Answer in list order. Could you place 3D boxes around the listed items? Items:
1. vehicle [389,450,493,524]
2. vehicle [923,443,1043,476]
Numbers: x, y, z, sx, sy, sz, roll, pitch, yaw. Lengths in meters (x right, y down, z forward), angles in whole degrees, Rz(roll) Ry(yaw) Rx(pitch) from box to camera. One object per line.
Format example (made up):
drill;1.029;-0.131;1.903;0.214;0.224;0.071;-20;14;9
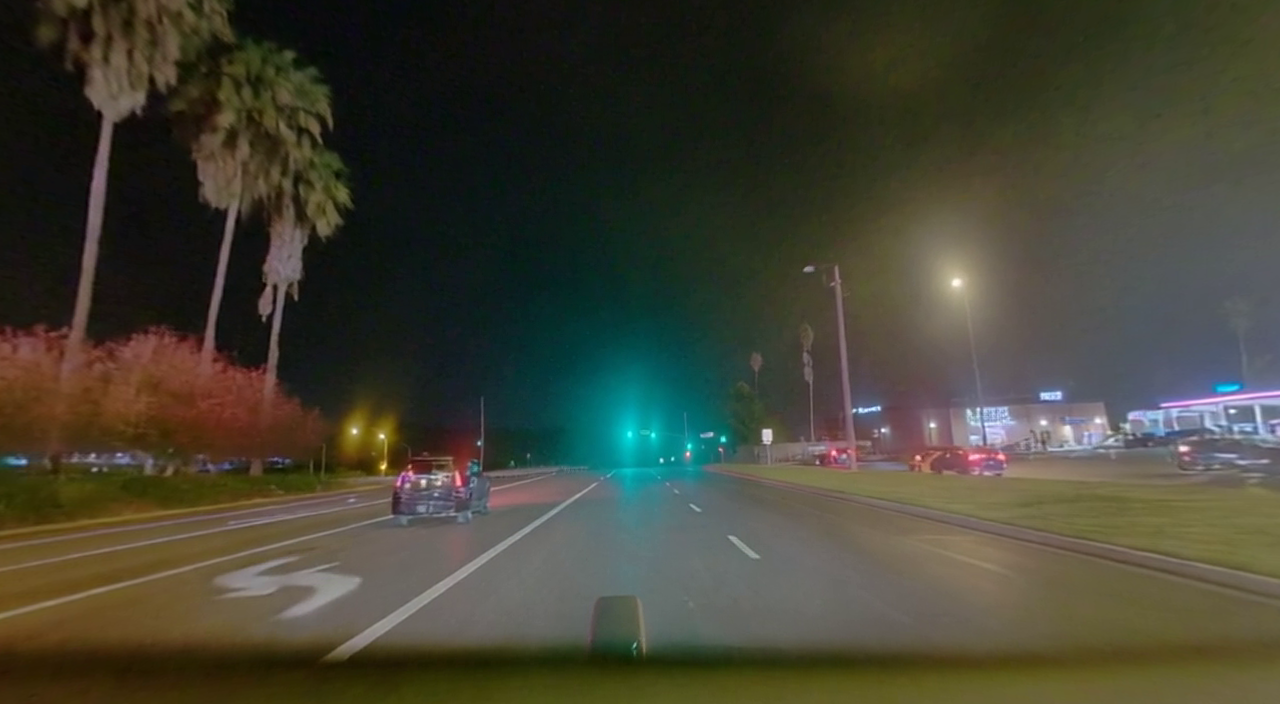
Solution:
vehicle;-4.998;3.234;15.875;2.073;1.525;4.809;3;-9;-18
vehicle;16.279;5.107;30.168;4.549;1.492;1.981;-1;-9;3
